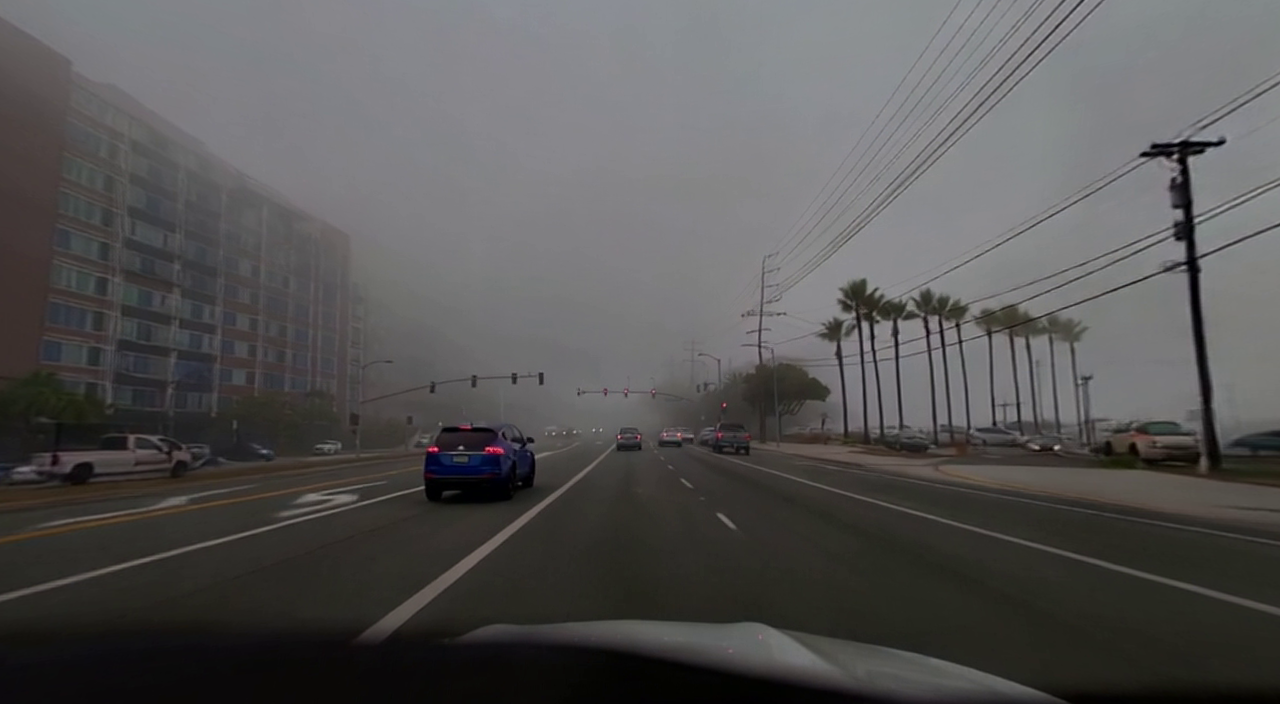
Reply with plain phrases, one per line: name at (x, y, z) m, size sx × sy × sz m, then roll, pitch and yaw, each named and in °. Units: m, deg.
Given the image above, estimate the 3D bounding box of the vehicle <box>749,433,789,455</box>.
vehicle at (8.780, 6.306, 43.307) m, size 1.897 × 1.390 × 4.391 m, roll 0°, pitch -8°, yaw 1°

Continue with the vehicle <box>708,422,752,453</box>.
vehicle at (6.074, 5.864, 43.211) m, size 2.130 × 1.979 × 5.310 m, roll 0°, pitch -8°, yaw -1°

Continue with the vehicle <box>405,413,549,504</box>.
vehicle at (-3.501, 2.409, 14.611) m, size 2.136 × 1.779 × 4.417 m, roll 0°, pitch -8°, yaw 0°

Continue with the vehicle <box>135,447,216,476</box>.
vehicle at (-28.583, 6.711, 39.078) m, size 1.918 × 1.635 × 4.532 m, roll 1°, pitch -8°, yaw -7°

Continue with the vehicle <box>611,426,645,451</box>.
vehicle at (-0.906, 6.153, 44.717) m, size 2.302 × 1.681 × 4.217 m, roll 0°, pitch -8°, yaw -2°
